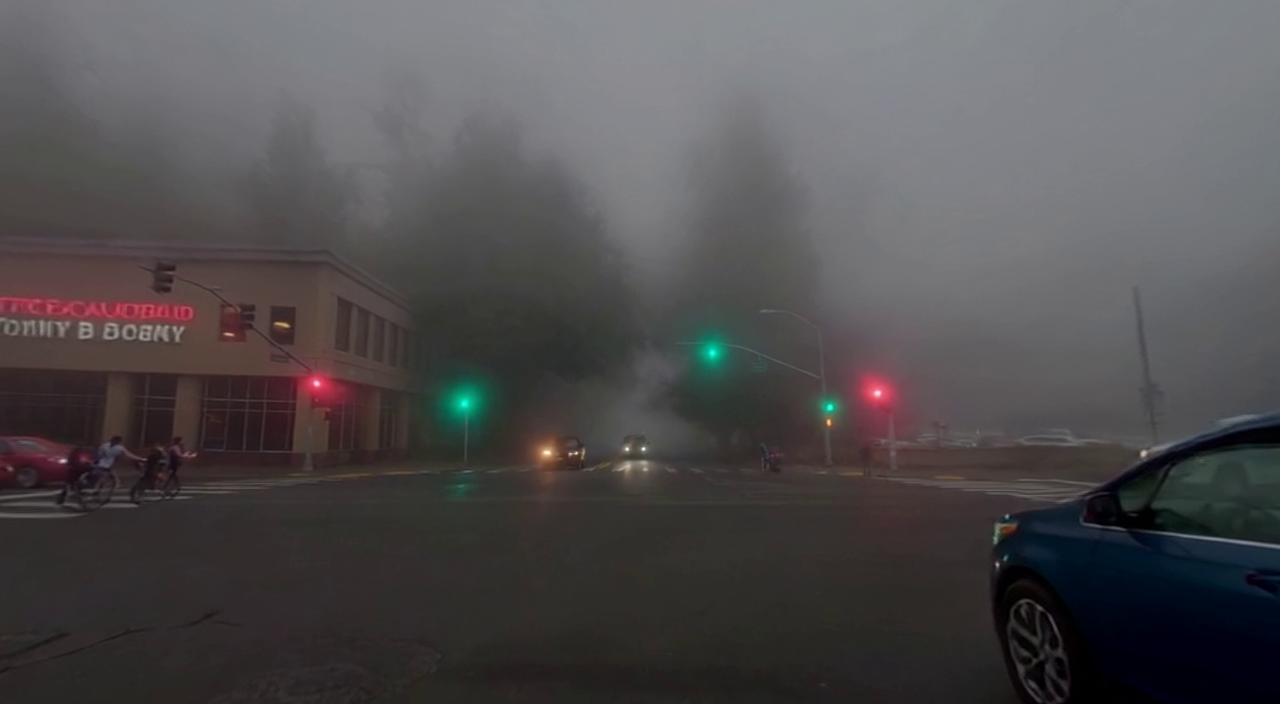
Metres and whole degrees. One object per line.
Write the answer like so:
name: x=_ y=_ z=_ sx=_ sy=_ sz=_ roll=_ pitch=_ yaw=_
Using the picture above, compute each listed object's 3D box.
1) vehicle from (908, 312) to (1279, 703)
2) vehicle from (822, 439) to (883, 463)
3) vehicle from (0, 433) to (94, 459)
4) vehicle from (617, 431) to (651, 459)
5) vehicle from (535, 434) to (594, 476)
vehicle: x=2.864 y=0.772 z=1.913 sx=2.048 sy=1.725 sz=4.754 roll=0 pitch=-8 yaw=1
vehicle: x=15.108 y=7.027 z=44.979 sx=1.924 sy=1.579 sz=4.084 roll=3 pitch=-9 yaw=-20
vehicle: x=-36.464 y=5.697 z=38.198 sx=4.671 sy=1.543 sz=1.846 roll=4 pitch=-9 yaw=-27
vehicle: x=-0.469 y=6.795 z=46.121 sx=2.390 sy=1.948 sz=5.344 roll=0 pitch=-8 yaw=-1
vehicle: x=-3.148 y=4.393 z=27.220 sx=1.961 sy=1.658 sz=4.064 roll=0 pitch=-8 yaw=1
